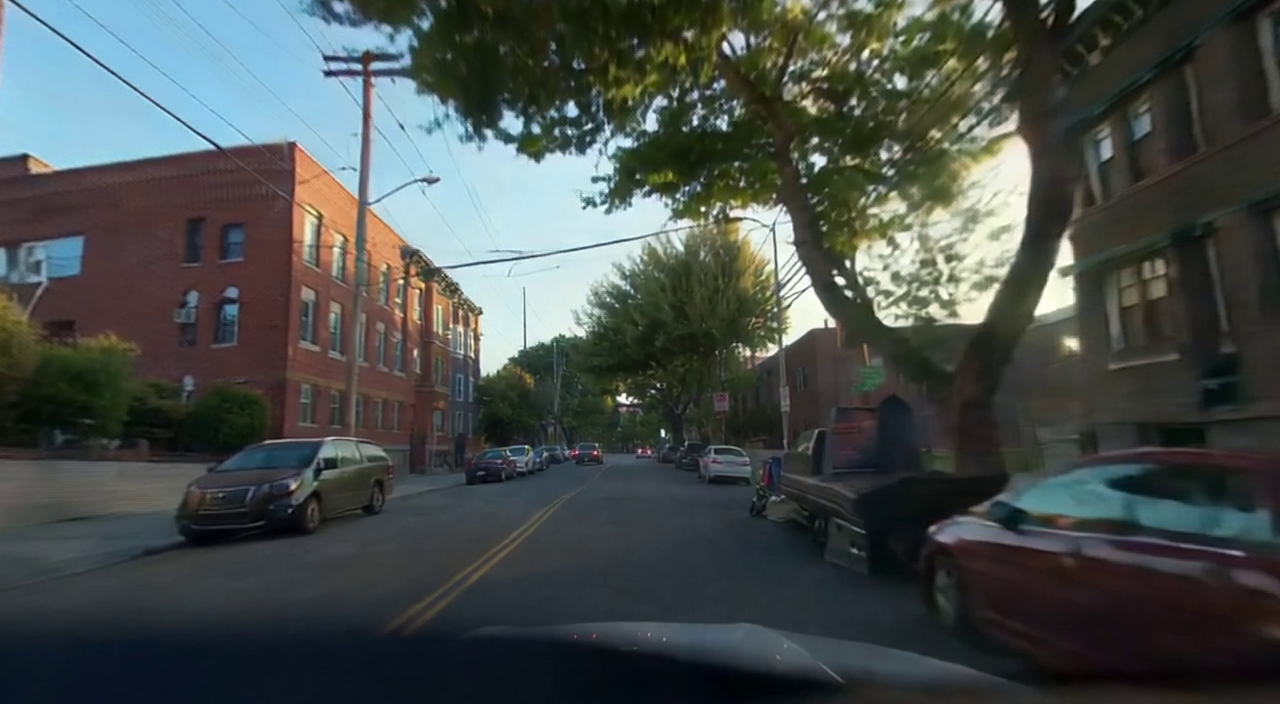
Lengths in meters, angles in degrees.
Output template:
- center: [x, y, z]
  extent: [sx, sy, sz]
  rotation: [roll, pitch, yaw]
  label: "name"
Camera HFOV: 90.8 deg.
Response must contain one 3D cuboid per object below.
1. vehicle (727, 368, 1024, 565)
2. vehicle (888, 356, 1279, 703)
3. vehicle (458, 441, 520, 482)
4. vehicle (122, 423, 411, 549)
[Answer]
- center: [3.075, 1.712, 10.118]
  extent: [2.480, 2.230, 5.704]
  rotation: [0, -8, -1]
  label: "vehicle"
- center: [3.111, 1.024, 3.294]
  extent: [1.896, 1.675, 4.000]
  rotation: [0, -8, -1]
  label: "vehicle"
- center: [-6.959, 5.059, 29.584]
  extent: [1.930, 1.756, 4.955]
  rotation: [0, -8, -3]
  label: "vehicle"
- center: [-6.737, 2.461, 12.516]
  extent: [2.259, 1.899, 5.643]
  rotation: [0, -8, 0]
  label: "vehicle"
